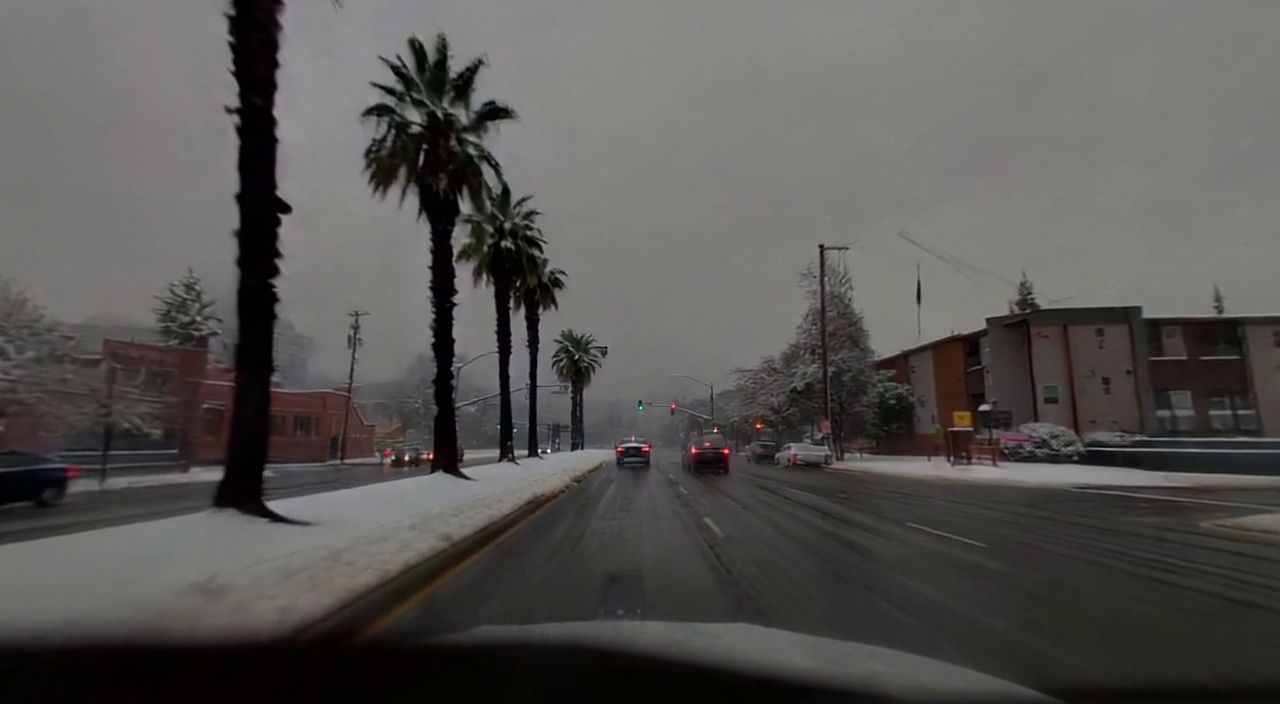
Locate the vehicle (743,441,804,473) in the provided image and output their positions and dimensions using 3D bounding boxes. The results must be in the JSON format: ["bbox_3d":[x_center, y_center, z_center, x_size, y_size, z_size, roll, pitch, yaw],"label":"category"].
[{"bbox_3d":[6.651,5.248,31.819,1.975,1.483,4.769,0,-8,-1],"label":"vehicle"}]

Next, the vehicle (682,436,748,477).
[{"bbox_3d":[3.077,4.425,26.883,2.195,1.590,4.668,0,-8,-1],"label":"vehicle"}]

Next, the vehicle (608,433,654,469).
[{"bbox_3d":[-0.480,5.309,33.806,2.277,1.816,4.192,0,-8,-1],"label":"vehicle"}]

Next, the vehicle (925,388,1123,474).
[{"bbox_3d":[17.511,3.685,29.037,7.270,3.743,2.677,1,-8,-3],"label":"vehicle"}]
